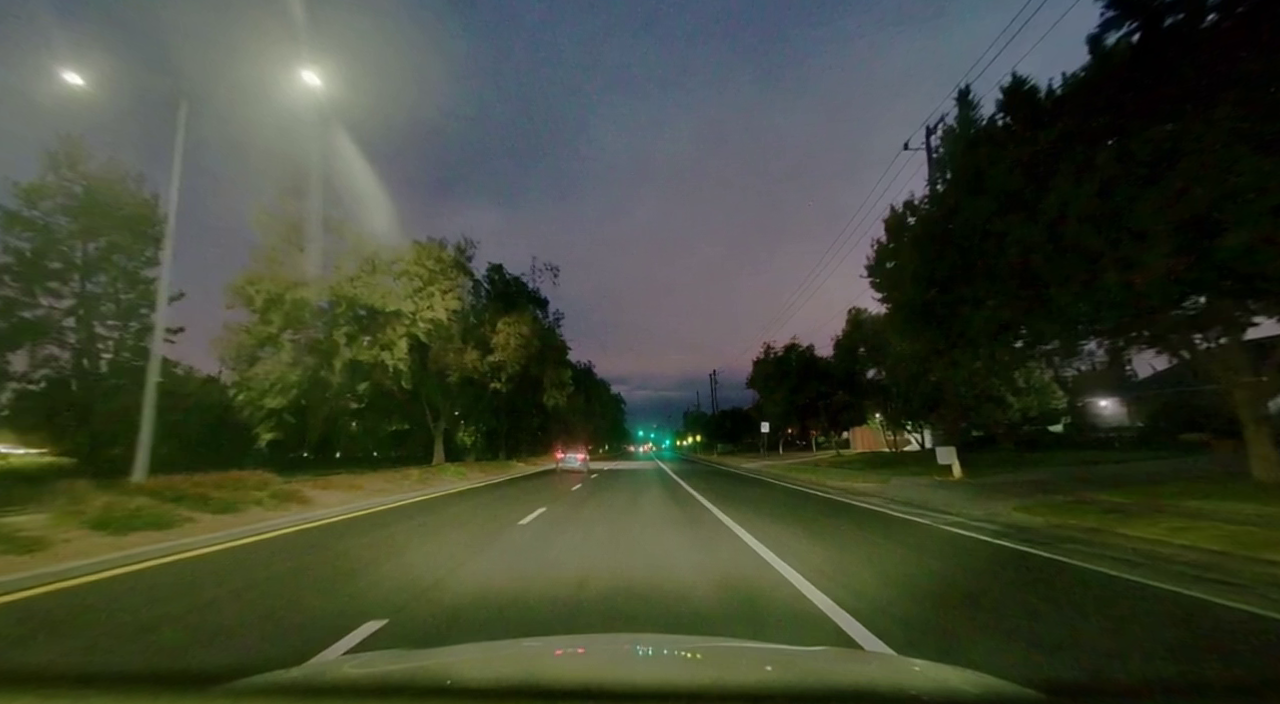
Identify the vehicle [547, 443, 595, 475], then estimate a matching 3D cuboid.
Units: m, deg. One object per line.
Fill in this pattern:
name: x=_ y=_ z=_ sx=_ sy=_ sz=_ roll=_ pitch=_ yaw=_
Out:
vehicle: x=-3.511 y=5.544 z=32.849 sx=2.007 sy=1.514 sz=4.049 roll=0 pitch=-8 yaw=1
